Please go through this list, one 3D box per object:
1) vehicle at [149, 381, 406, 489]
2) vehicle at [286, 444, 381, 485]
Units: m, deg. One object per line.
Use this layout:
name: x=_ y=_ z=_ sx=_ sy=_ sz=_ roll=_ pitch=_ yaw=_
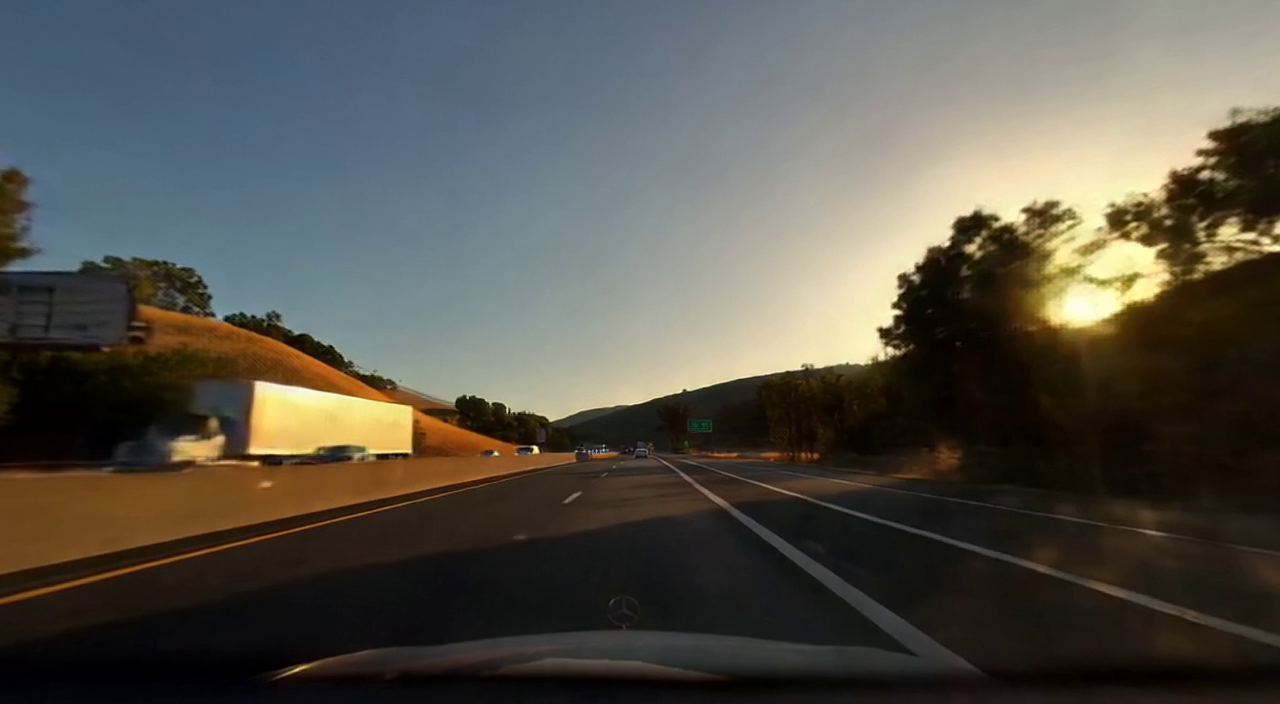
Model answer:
vehicle: x=-16.424 y=4.346 z=31.543 sx=2.992 sy=3.968 sz=16.690 roll=0 pitch=-9 yaw=0
vehicle: x=-12.346 y=4.549 z=25.716 sx=1.824 sy=1.517 sz=3.985 roll=0 pitch=-9 yaw=0
